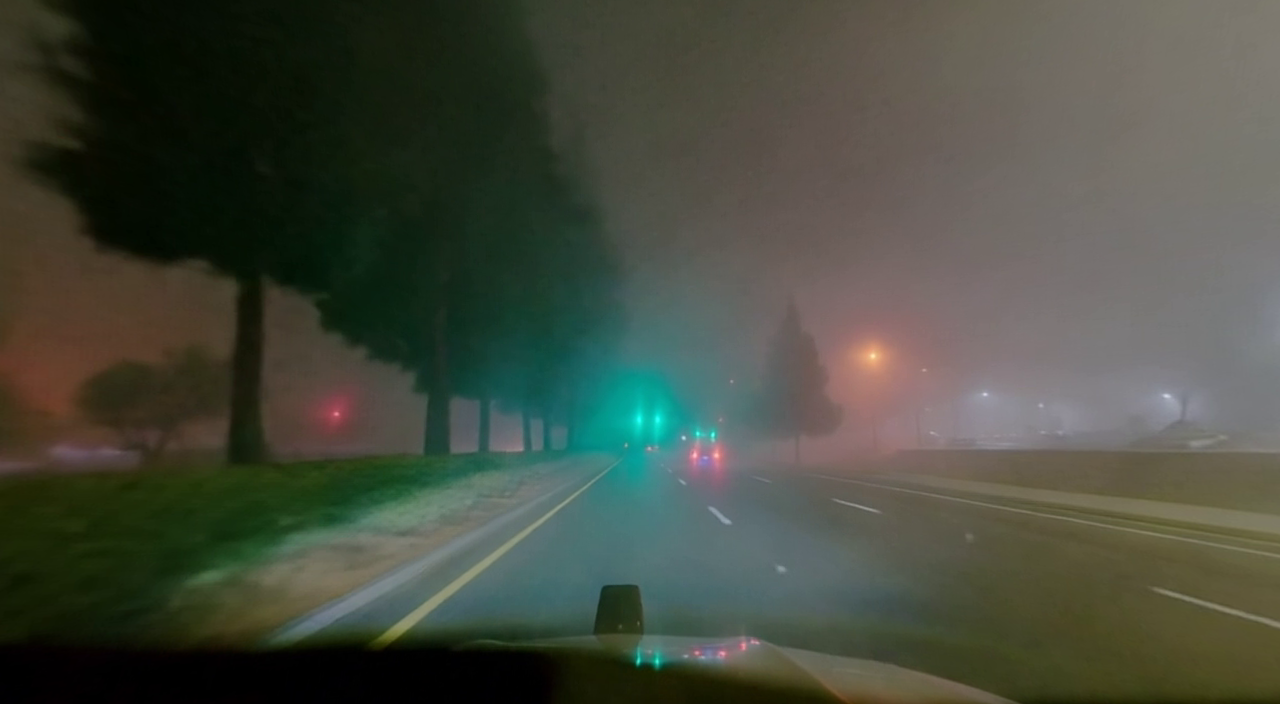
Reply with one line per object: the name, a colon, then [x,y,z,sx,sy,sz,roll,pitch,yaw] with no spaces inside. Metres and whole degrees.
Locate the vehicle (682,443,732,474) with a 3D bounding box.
vehicle: [3.344,5.409,32.314,2.056,1.483,4.091,0,-8,-1]
